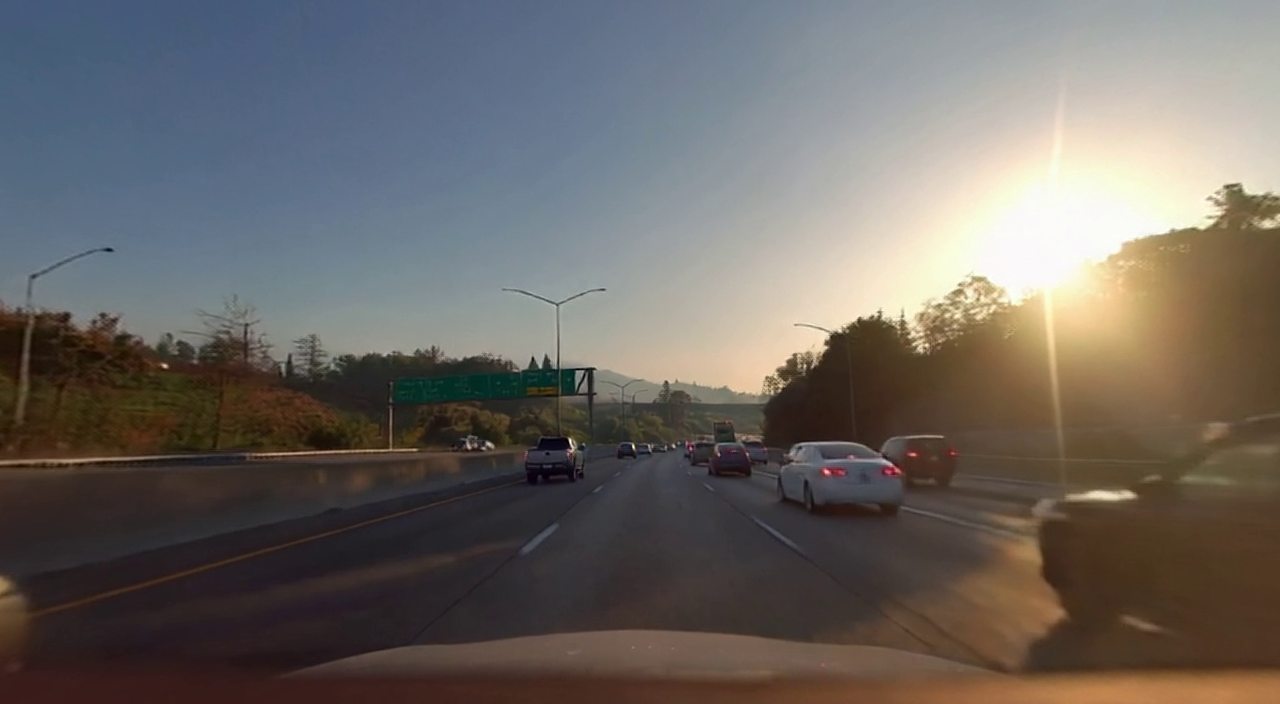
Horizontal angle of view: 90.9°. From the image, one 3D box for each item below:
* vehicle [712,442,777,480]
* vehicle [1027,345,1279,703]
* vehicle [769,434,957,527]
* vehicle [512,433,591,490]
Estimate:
[{"bbox_3d":[4.376,4.674,27.151,1.999,1.482,4.743,0,-9,0],"label":"vehicle"},{"bbox_3d":[3.694,0.733,2.049,1.991,1.715,4.455,0,-9,0],"label":"vehicle"},{"bbox_3d":[4.100,2.469,12.592,2.088,1.491,4.549,0,-9,0],"label":"vehicle"},{"bbox_3d":[-2.921,3.751,21.776,2.006,1.741,4.277,-1,-9,2],"label":"vehicle"}]
